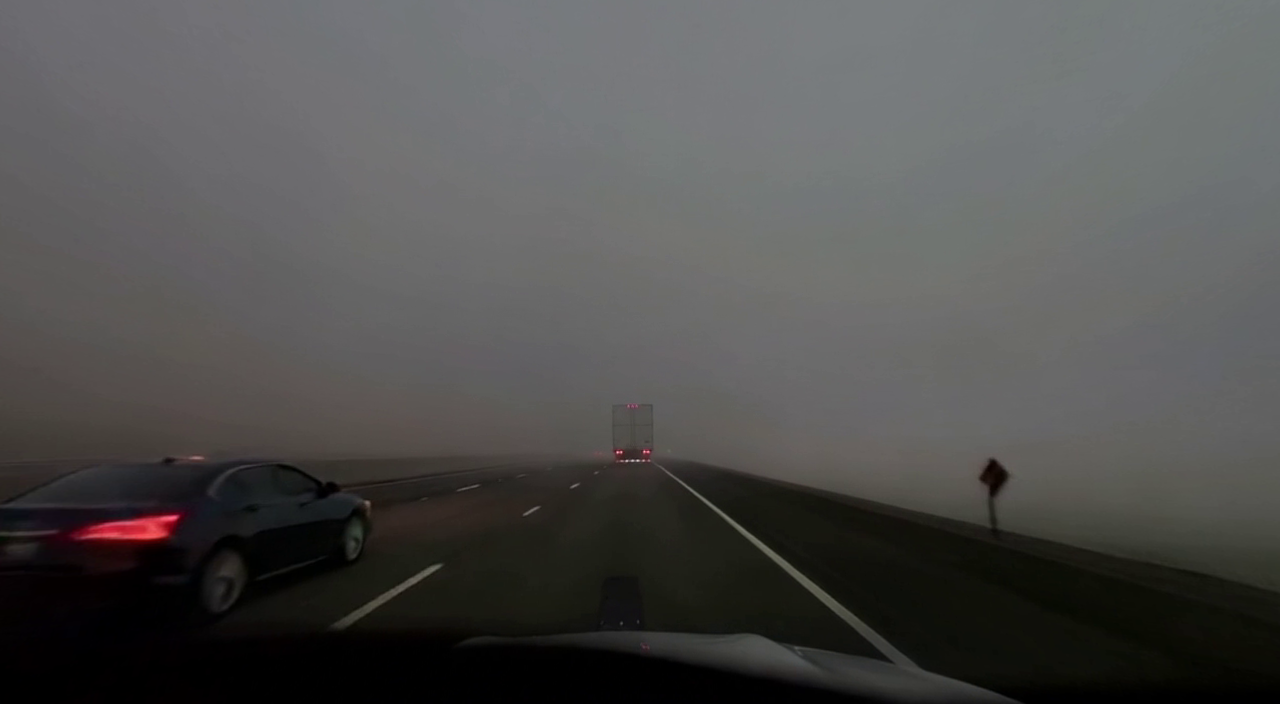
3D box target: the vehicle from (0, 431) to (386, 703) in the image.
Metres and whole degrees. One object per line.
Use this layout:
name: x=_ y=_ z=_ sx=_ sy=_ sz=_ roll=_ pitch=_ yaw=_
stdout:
vehicle: x=-4.242 y=1.500 z=5.493 sx=1.892 sy=1.471 sz=5.047 roll=-1 pitch=-9 yaw=1
